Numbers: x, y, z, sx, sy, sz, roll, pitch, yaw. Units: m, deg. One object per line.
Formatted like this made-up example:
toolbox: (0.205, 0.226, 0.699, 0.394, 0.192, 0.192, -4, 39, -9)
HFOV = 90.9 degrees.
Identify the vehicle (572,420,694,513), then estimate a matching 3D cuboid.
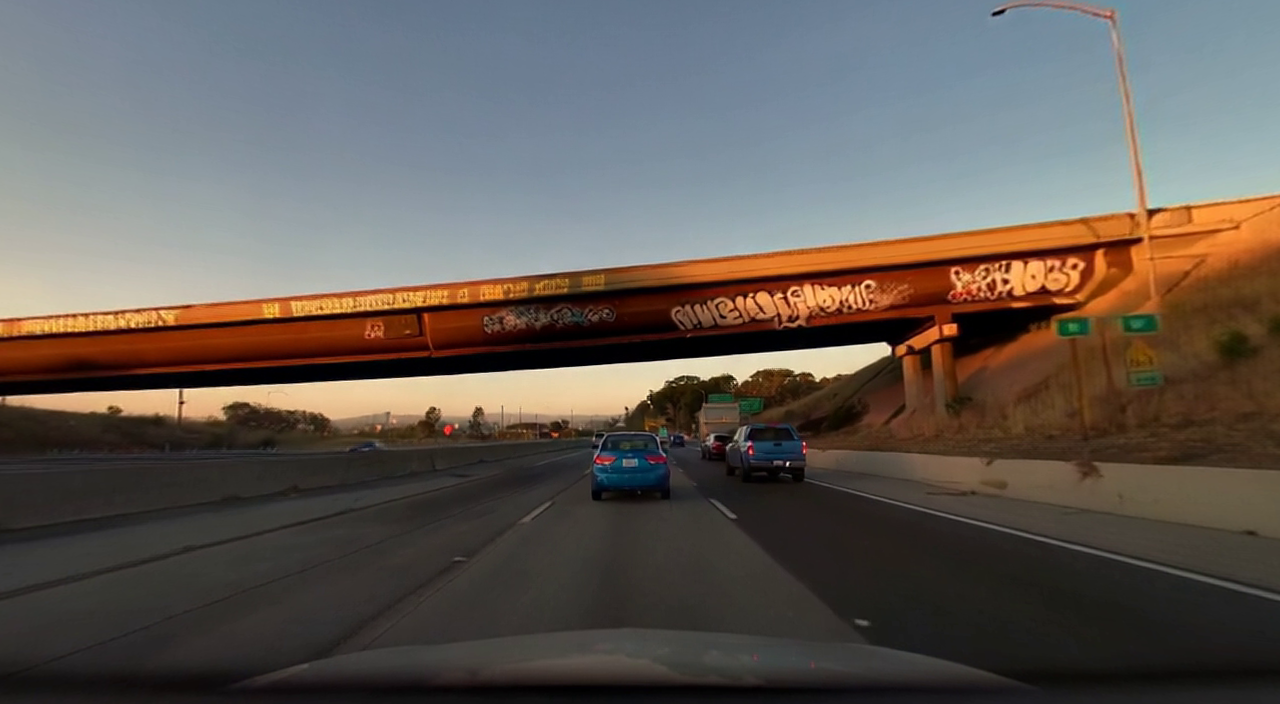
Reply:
vehicle: (-0.102, 2.350, 13.363, 2.193, 1.651, 3.946, 0, -8, 1)

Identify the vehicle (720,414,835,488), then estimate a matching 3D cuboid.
vehicle: (4.009, 3.048, 19.682, 2.311, 1.922, 5.977, 0, -8, 1)

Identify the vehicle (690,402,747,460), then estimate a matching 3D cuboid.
vehicle: (4.932, 5.213, 40.991, 2.873, 3.408, 7.323, 0, -8, 1)
